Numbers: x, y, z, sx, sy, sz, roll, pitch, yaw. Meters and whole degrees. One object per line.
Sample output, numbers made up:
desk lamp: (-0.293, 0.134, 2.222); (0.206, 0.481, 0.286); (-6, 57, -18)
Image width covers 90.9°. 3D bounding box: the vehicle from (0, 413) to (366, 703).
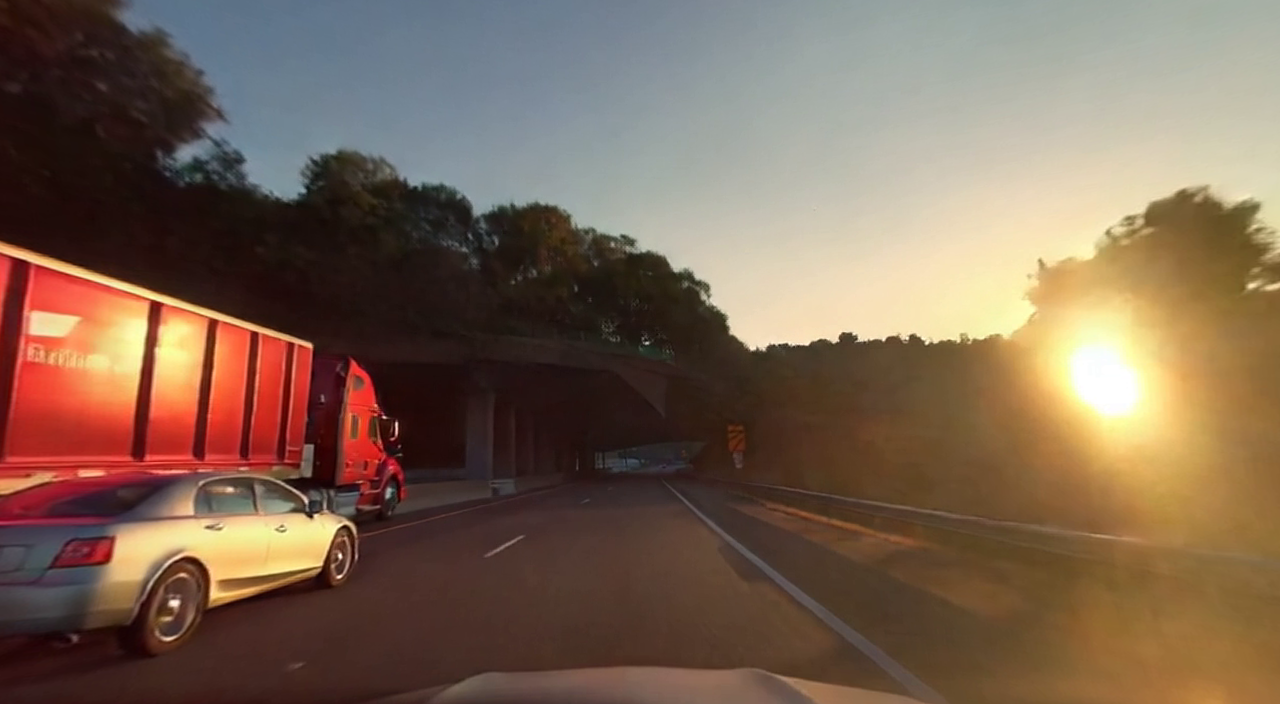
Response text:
vehicle: (-4.045, 1.272, 4.213); (2.135, 1.506, 5.041); (1, -10, 0)
